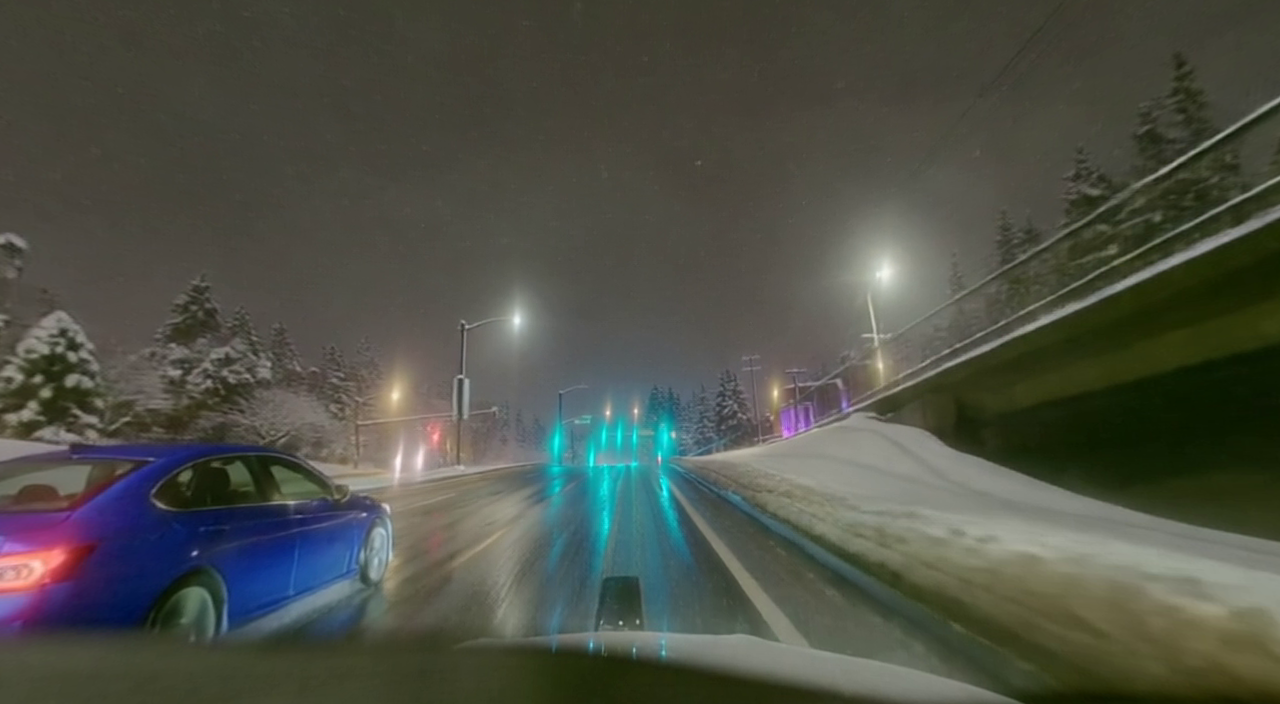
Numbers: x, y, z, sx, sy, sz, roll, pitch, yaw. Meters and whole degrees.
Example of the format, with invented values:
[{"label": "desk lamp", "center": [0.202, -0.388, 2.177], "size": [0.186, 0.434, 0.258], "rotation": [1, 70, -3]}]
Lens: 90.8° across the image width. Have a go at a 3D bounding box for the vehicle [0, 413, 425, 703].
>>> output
[{"label": "vehicle", "center": [-3.252, 1.269, 4.351], "size": [2.041, 1.470, 4.290], "rotation": [0, -8, 0]}]
